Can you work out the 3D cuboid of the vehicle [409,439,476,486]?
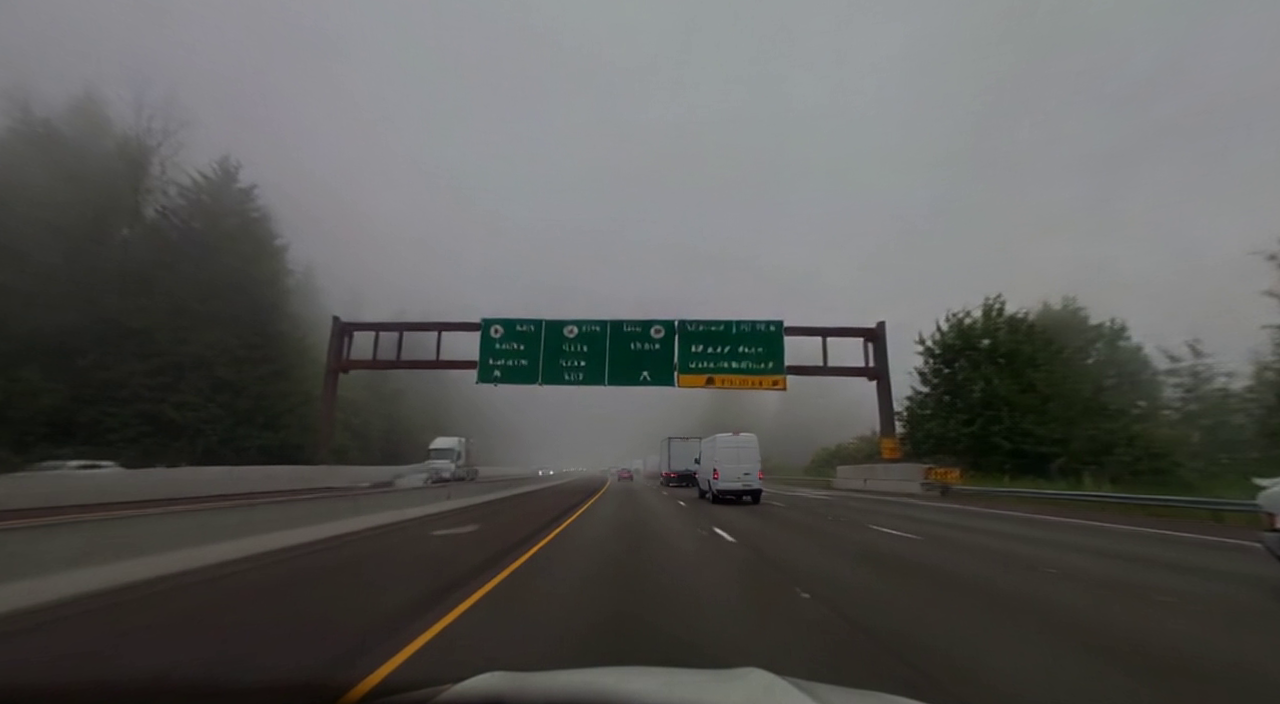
[{"bbox_3d":[-14.146,8.036,45.590,2.623,3.039,6.703,1,-10,-1],"label":"vehicle"}]

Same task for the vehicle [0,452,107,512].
[{"bbox_3d":[-17.178,3.464,16.904,1.950,1.499,4.151,1,-10,0],"label":"vehicle"}]

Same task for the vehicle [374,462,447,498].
[{"bbox_3d":[-10.179,5.701,28.154,1.870,1.457,3.715,1,-10,0],"label":"vehicle"}]

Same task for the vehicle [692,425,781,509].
[{"bbox_3d":[3.321,4.175,22.920,2.291,2.639,5.280,1,-10,-2],"label":"vehicle"}]

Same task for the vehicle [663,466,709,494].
[{"bbox_3d":[2.498,7.141,35.238,2.081,1.453,4.300,1,-10,-2],"label":"vehicle"}]
